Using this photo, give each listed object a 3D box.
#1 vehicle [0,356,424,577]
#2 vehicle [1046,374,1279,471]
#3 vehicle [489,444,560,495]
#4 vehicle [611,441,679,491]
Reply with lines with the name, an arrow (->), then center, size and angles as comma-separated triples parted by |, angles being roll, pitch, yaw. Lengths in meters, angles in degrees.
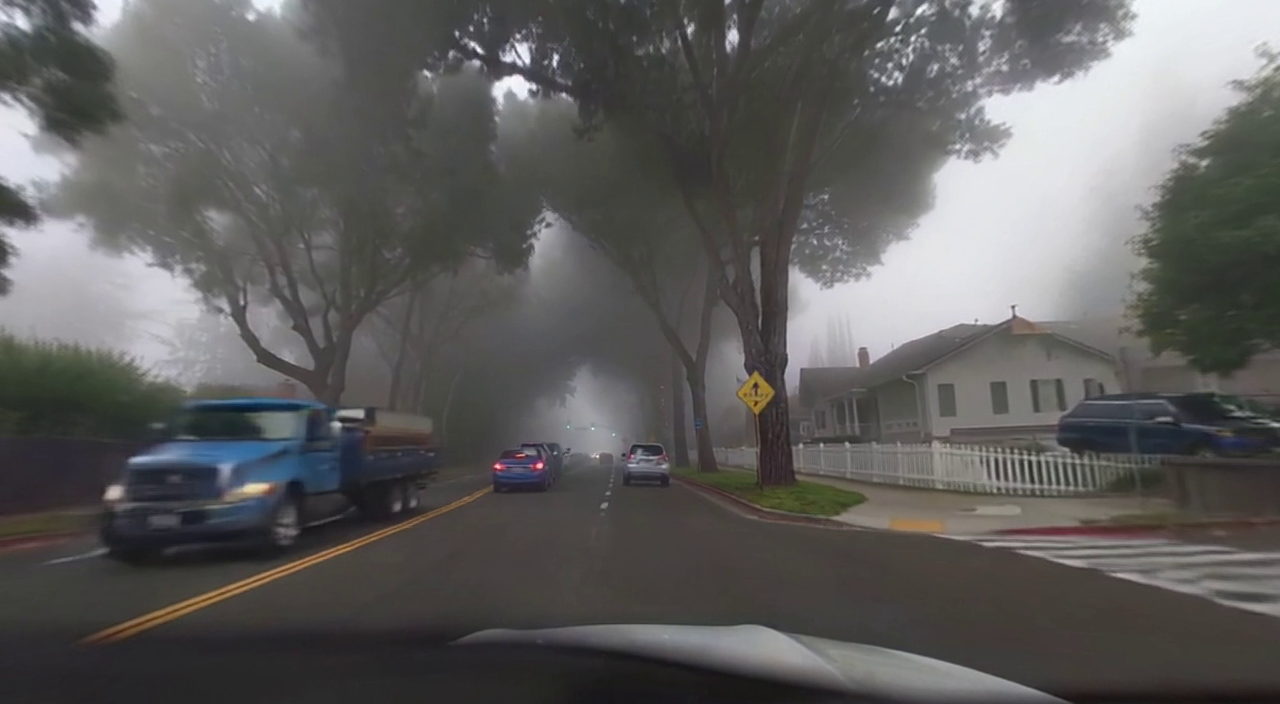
vehicle -> -6.648, 1.965, 11.725 | 2.920, 2.707, 7.670 | 0, -9, -3
vehicle -> 16.170, 2.209, 19.181 | 6.115, 2.590, 2.371 | -6, -10, 35
vehicle -> -3.782, 3.907, 21.479 | 1.919, 1.501, 4.509 | 1, -9, -5
vehicle -> 0.073, 4.223, 23.813 | 2.258, 1.682, 4.635 | 0, -9, -3
